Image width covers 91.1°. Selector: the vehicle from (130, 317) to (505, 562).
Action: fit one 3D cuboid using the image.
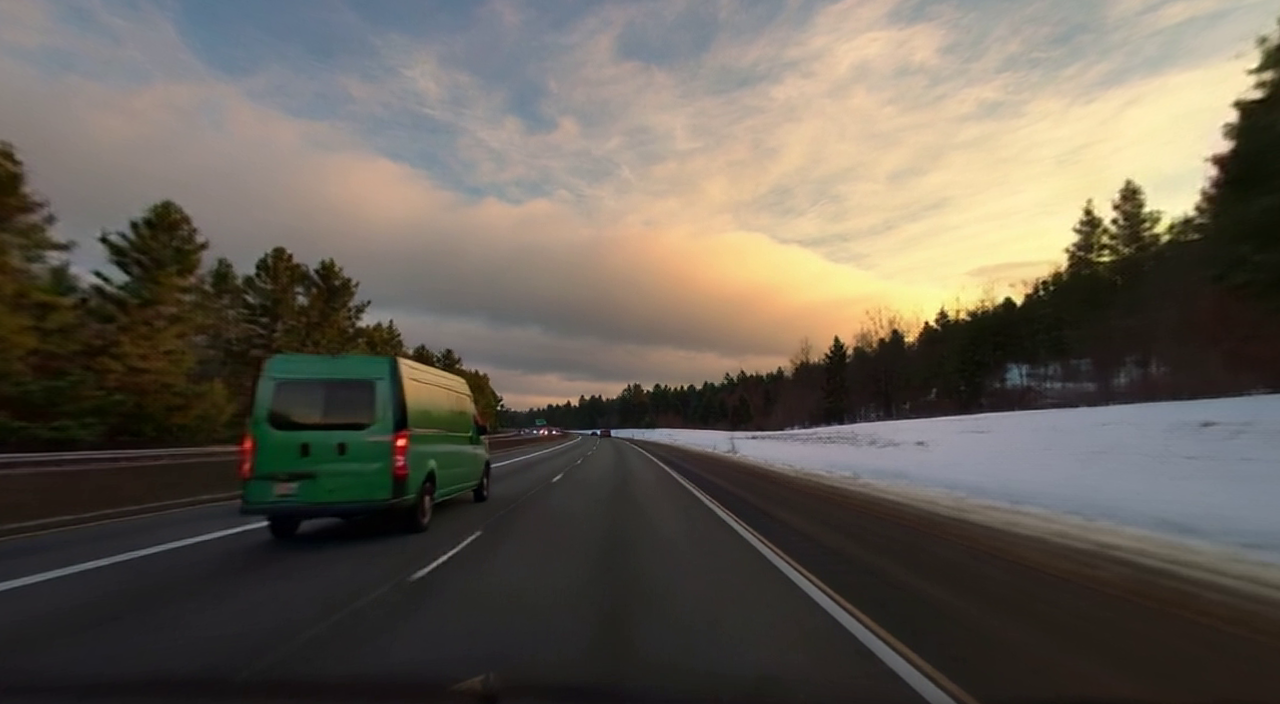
[{"bbox_3d":[-3.864,1.236,9.205,2.561,2.509,5.465,0,-8,0],"label":"vehicle"}]
